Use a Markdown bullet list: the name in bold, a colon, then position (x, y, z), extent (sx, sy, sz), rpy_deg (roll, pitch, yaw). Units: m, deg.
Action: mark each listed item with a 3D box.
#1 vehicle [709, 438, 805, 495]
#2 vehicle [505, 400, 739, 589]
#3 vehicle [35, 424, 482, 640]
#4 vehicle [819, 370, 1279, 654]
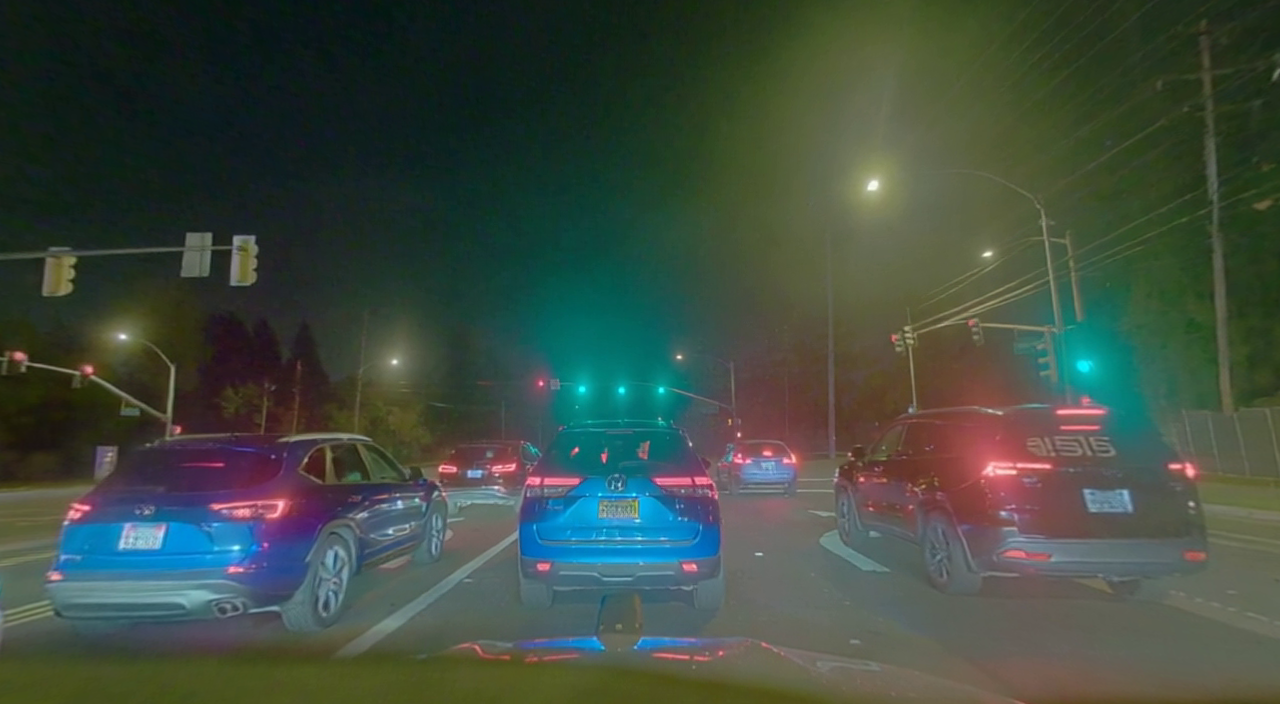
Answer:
- **vehicle**: position (3.347, 3.364, 18.963), extent (1.949, 1.479, 4.489), rpy_deg (0, -9, -1)
- **vehicle**: position (-0.134, 1.605, 7.862), extent (2.111, 1.712, 4.078), rpy_deg (0, -9, 1)
- **vehicle**: position (-3.190, 1.577, 6.645), extent (1.881, 1.466, 4.484), rpy_deg (0, -9, 0)
- **vehicle**: position (3.517, 1.350, 6.366), extent (1.999, 1.789, 4.583), rpy_deg (0, -9, -1)
